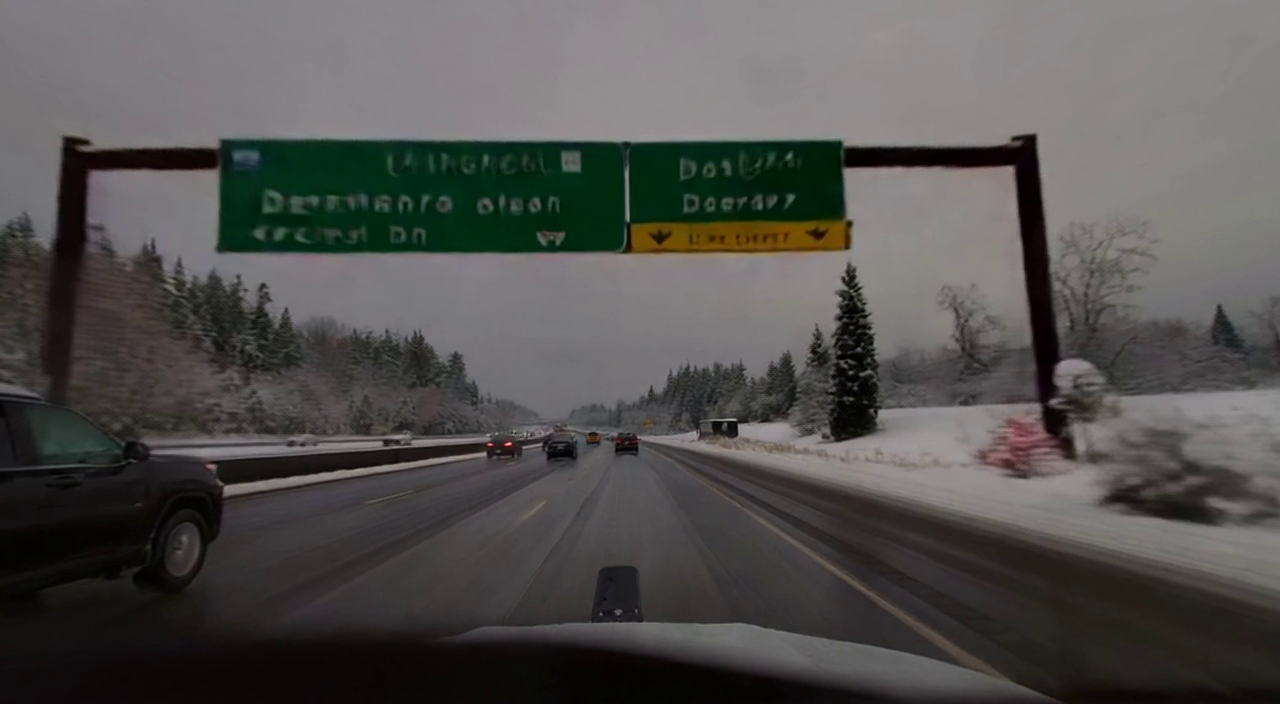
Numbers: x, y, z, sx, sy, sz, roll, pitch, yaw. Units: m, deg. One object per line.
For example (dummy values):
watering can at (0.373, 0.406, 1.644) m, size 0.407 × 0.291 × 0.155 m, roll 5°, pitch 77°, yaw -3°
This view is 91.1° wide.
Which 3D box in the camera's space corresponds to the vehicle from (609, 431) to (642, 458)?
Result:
vehicle at (-0.913, 5.850, 39.842) m, size 2.002 × 1.611 × 3.778 m, roll 0°, pitch -8°, yaw -1°

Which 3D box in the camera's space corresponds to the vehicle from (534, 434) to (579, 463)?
vehicle at (-4.464, 5.194, 34.183) m, size 1.909 × 1.445 × 4.087 m, roll 0°, pitch -8°, yaw -1°

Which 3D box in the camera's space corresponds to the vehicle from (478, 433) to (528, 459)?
vehicle at (-8.388, 5.793, 38.953) m, size 1.953 × 1.524 × 4.863 m, roll 0°, pitch -8°, yaw 0°

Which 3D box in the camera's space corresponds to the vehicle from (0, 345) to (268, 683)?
vehicle at (-4.473, 0.919, 3.667) m, size 1.971 × 1.822 × 4.366 m, roll 0°, pitch -8°, yaw -1°
